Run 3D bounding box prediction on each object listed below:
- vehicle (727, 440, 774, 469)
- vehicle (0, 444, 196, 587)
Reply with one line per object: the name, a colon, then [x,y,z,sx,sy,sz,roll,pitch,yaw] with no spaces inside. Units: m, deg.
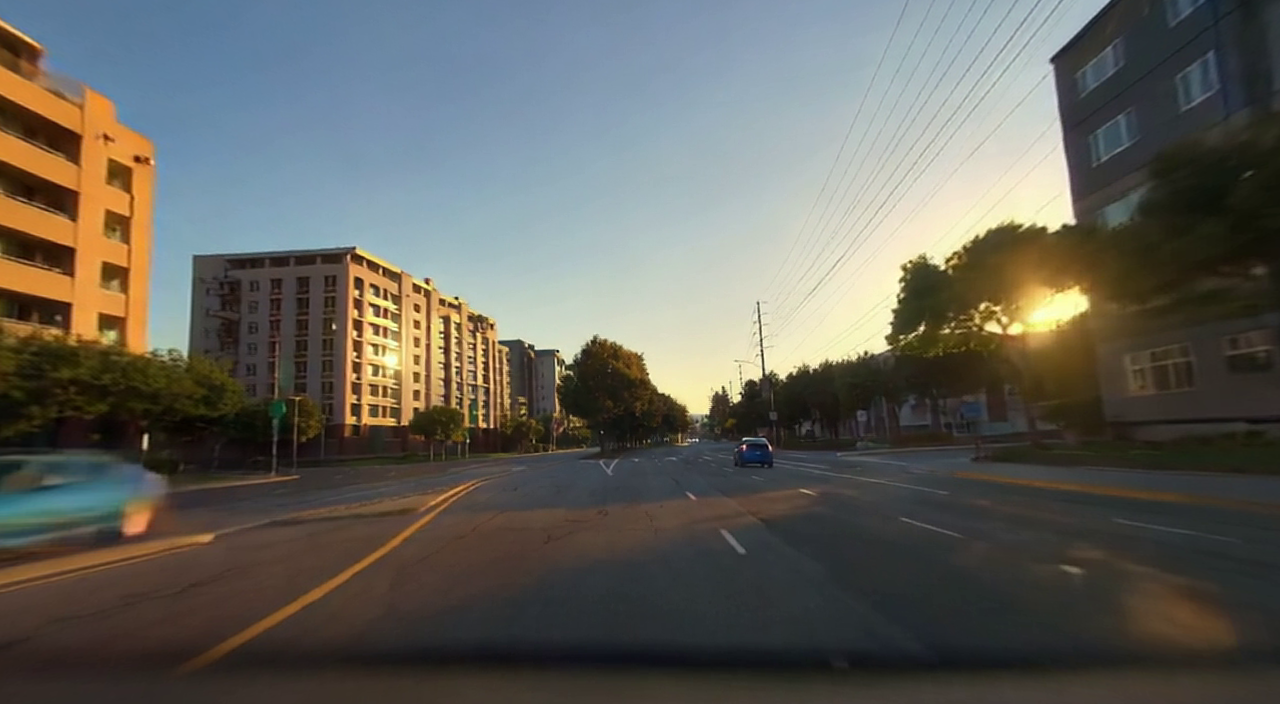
vehicle: [5.993,5.597,34.567,1.908,1.476,3.880,0,-9,0]
vehicle: [-9.345,2.309,9.340,2.041,1.829,4.797,0,-9,-1]
